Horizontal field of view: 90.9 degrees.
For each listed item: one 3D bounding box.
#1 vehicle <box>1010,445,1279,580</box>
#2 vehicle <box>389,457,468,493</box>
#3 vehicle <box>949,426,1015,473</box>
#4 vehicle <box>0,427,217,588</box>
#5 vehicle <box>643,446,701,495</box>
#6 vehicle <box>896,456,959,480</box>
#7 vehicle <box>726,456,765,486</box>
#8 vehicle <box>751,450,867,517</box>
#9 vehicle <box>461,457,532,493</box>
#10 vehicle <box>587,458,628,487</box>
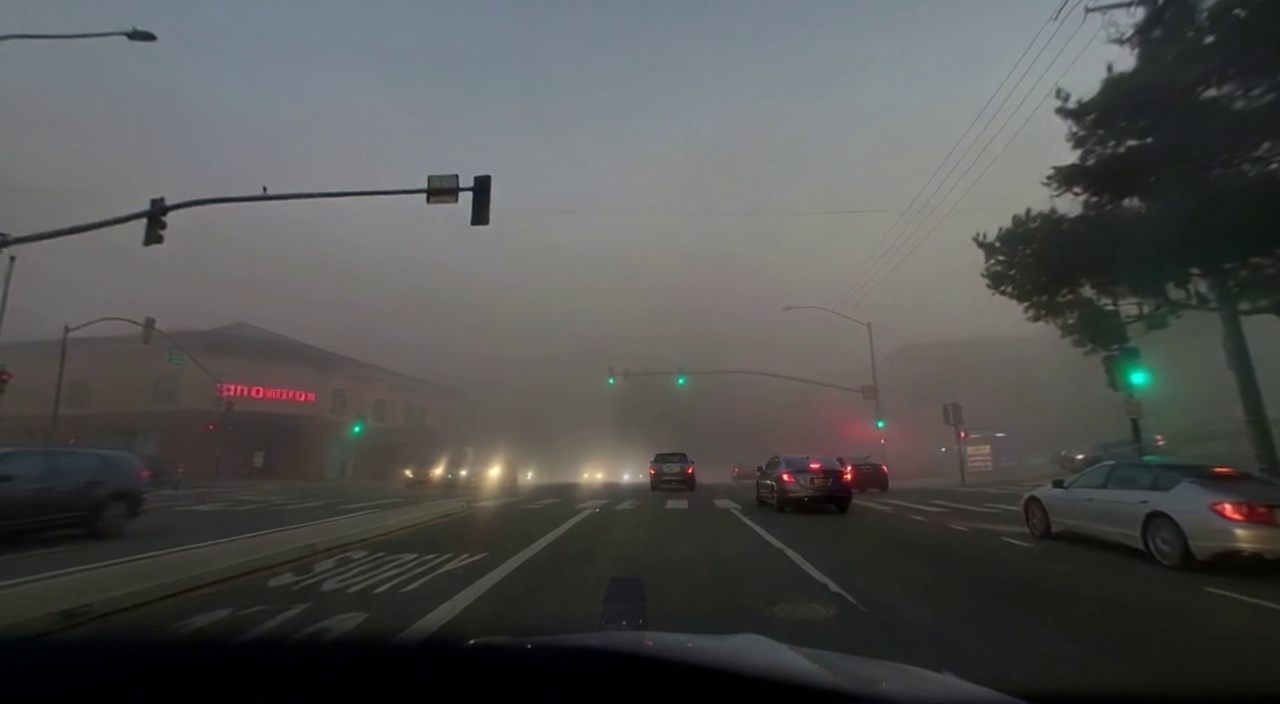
[{"bbox_3d":[7.746,2.109,9.282,1.911,1.466,4.572,0,-8,2],"label":"vehicle"},{"bbox_3d":[-10.367,6.044,31.310,1.938,1.506,4.771,-1,-8,5],"label":"vehicle"},{"bbox_3d":[20.129,5.720,37.015,2.521,2.491,5.455,-7,-11,35],"label":"vehicle"},{"bbox_3d":[-7.861,1.832,7.815,1.995,1.718,4.442,0,-8,2],"label":"vehicle"},{"bbox_3d":[1.394,4.897,26.622,2.210,1.861,4.280,-1,-8,4],"label":"vehicle"},{"bbox_3d":[18.981,7.605,41.528,4.373,1.399,2.052,7,-11,-41],"label":"vehicle"},{"bbox_3d":[6.751,7.619,40.780,2.036,1.719,4.318,-1,-8,4],"label":"vehicle"},{"bbox_3d":[4.304,3.384,16.896,1.963,1.484,4.609,0,-8,2],"label":"vehicle"},{"bbox_3d":[-6.774,5.842,30.366,1.993,1.491,4.673,-1,-8,5],"label":"vehicle"},{"bbox_3d":[-2.115,8.037,42.359,2.041,1.494,4.647,-3,-6,5],"label":"vehicle"}]
